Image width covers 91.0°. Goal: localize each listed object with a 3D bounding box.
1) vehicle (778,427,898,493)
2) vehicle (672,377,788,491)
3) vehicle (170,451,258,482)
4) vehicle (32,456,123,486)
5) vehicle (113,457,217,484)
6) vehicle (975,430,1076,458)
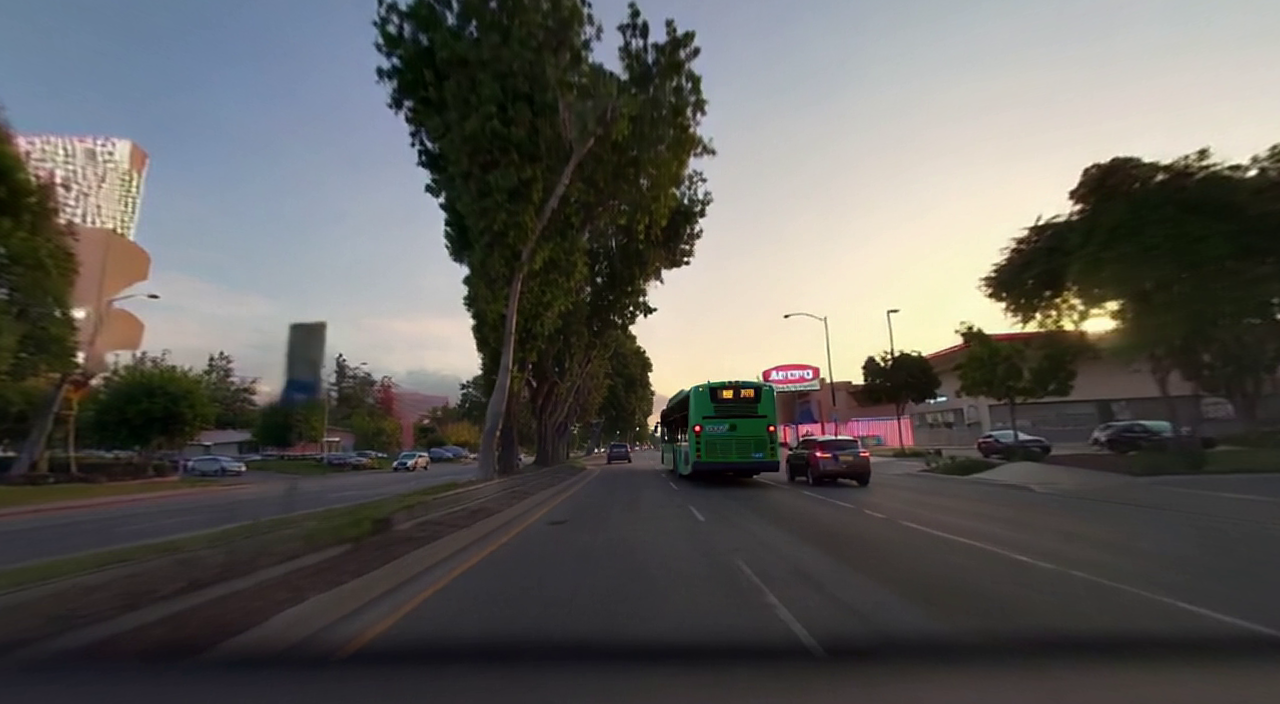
[{"bbox_3d":[5.950,3.311,19.646,2.129,1.754,4.668,0,-8,-1],"label":"vehicle"},{"bbox_3d":[2.850,3.058,22.969,2.766,3.306,9.281,0,-8,0],"label":"vehicle"},{"bbox_3d":[-28.326,7.594,42.062,2.181,1.901,5.196,0,-8,1],"label":"vehicle"},{"bbox_3d":[-36.809,7.765,41.347,1.941,1.761,4.272,-1,-8,1],"label":"vehicle"},{"bbox_3d":[-30.980,7.734,41.382,2.314,1.487,5.898,0,-9,-1],"label":"vehicle"},{"bbox_3d":[21.750,5.203,35.605,4.589,1.480,1.979,1,-9,-10],"label":"vehicle"}]
